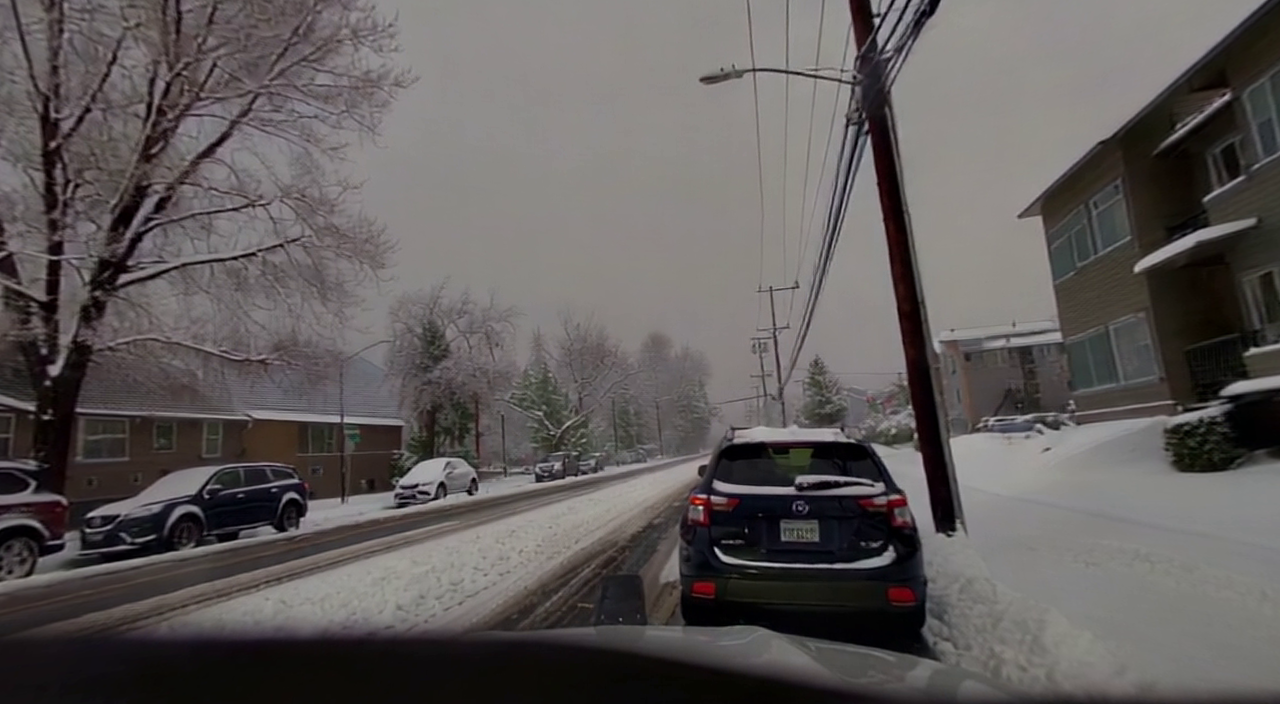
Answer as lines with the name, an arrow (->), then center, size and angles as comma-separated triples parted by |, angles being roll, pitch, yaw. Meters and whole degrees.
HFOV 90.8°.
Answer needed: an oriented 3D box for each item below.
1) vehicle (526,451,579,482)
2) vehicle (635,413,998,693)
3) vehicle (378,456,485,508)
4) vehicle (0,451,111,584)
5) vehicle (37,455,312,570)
vehicle -> -5.452, 7.179, 40.009 | 2.011, 1.801, 4.676 | -1, -9, 9
vehicle -> 1.364, 1.481, 6.041 | 2.030, 1.535, 4.683 | -1, -9, 10
vehicle -> -8.058, 5.051, 24.928 | 2.017, 1.582, 4.664 | -8, -11, 9
vehicle -> -10.186, 2.338, 8.193 | 1.973, 1.848, 5.100 | -9, -11, 6
vehicle -> -9.385, 3.204, 13.378 | 2.068, 1.745, 4.579 | -8, -10, 6
